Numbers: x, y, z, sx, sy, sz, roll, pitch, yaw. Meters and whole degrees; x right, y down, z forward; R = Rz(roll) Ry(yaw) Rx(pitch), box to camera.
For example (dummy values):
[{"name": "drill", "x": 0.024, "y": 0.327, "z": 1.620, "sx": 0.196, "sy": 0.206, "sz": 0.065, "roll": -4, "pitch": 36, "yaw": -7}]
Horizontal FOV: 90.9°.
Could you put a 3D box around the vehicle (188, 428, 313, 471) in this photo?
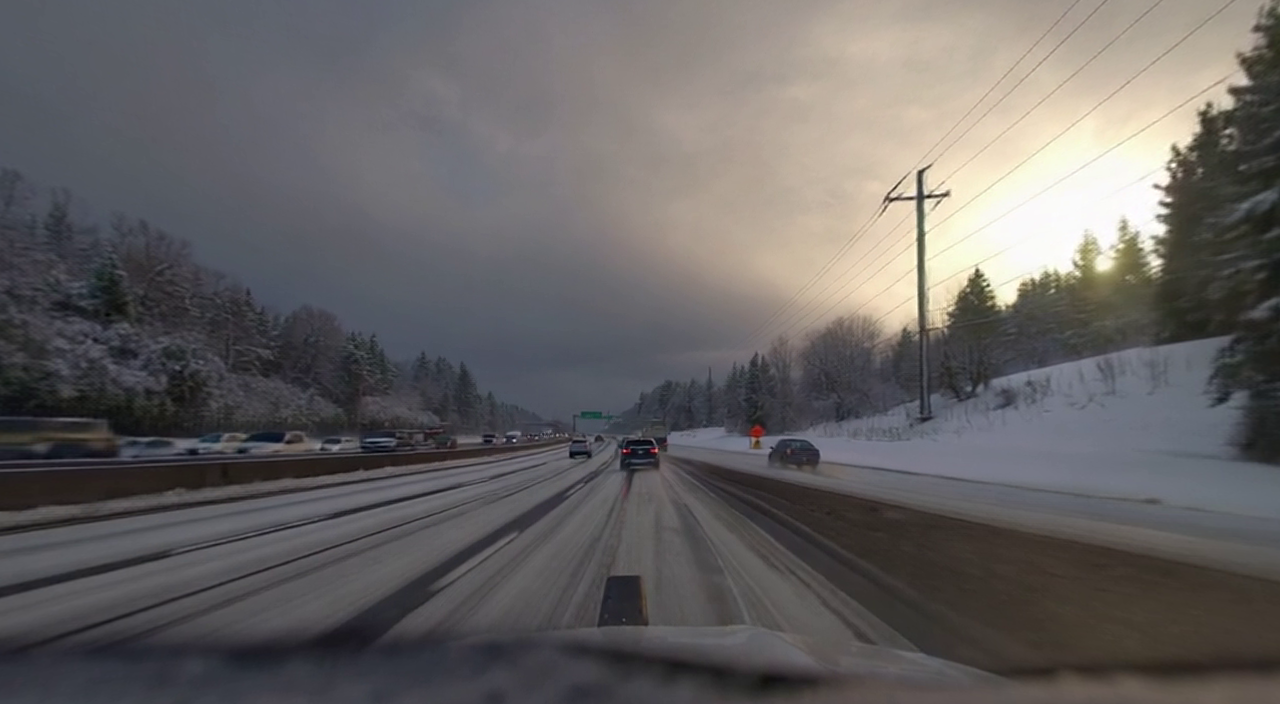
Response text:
[{"name": "vehicle", "x": -16.507, "y": 4.163, "z": 27.136, "sx": 2.175, "sy": 1.653, "sz": 4.993, "roll": 0, "pitch": -8, "yaw": 0}]

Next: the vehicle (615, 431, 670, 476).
[{"name": "vehicle", "x": 0.079, "y": 4.370, "z": 27.263, "sx": 2.192, "sy": 1.769, "sz": 4.287, "roll": 0, "pitch": -8, "yaw": -1}]

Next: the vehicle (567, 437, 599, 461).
[{"name": "vehicle", "x": -4.288, "y": 7.376, "z": 48.149, "sx": 2.130, "sy": 1.685, "sz": 4.341, "roll": 0, "pitch": -8, "yaw": -1}]

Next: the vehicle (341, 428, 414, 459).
[{"name": "vehicle", "x": -16.646, "y": 5.868, "z": 40.428, "sx": 2.188, "sy": 1.786, "sz": 5.759, "roll": 0, "pitch": -8, "yaw": 0}]

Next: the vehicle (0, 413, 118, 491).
[{"name": "vehicle", "x": -16.055, "y": 2.394, "z": 15.126, "sx": 2.228, "sy": 1.808, "sz": 5.608, "roll": 0, "pitch": -8, "yaw": 0}]

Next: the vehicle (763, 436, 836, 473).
[{"name": "vehicle", "x": 7.996, "y": 5.184, "z": 32.232, "sx": 2.099, "sy": 1.720, "sz": 4.829, "roll": 1, "pitch": -8, "yaw": -5}]

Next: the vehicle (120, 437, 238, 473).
[{"name": "vehicle", "x": -20.305, "y": 4.527, "z": 28.067, "sx": 1.827, "sy": 1.436, "sz": 4.593, "roll": 0, "pitch": -8, "yaw": -1}]
